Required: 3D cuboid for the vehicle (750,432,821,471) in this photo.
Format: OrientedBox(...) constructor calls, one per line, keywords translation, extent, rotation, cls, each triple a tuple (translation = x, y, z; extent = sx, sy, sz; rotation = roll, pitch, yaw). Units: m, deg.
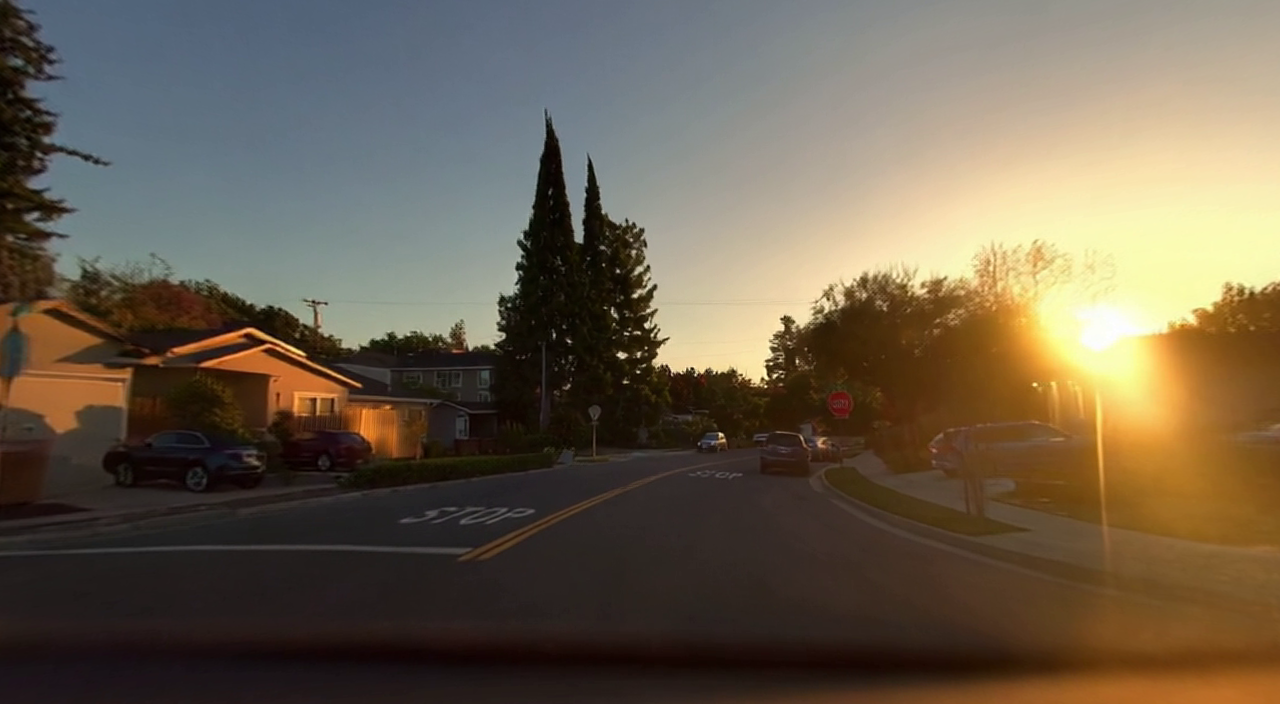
OrientedBox(translation=(6.976, 4.663, 29.846), extent=(2.692, 1.649, 4.689), rotation=(-3, -8, 20), cls="vehicle")
